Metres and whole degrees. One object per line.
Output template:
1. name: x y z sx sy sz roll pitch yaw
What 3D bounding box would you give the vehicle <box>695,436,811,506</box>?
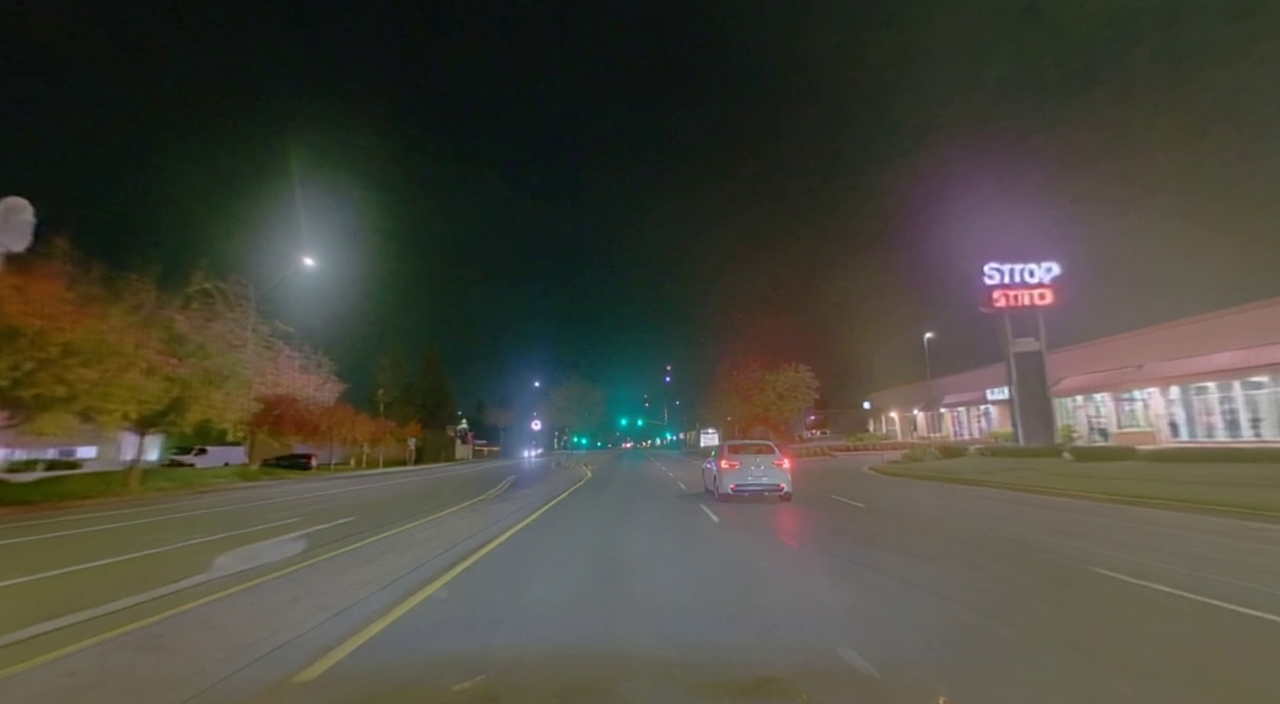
1. vehicle: 2.646 2.915 15.877 2.015 1.479 4.444 0 -9 -1

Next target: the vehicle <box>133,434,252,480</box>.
1. vehicle: -28.229 6.643 40.030 5.802 2.743 2.245 5 -10 -32
